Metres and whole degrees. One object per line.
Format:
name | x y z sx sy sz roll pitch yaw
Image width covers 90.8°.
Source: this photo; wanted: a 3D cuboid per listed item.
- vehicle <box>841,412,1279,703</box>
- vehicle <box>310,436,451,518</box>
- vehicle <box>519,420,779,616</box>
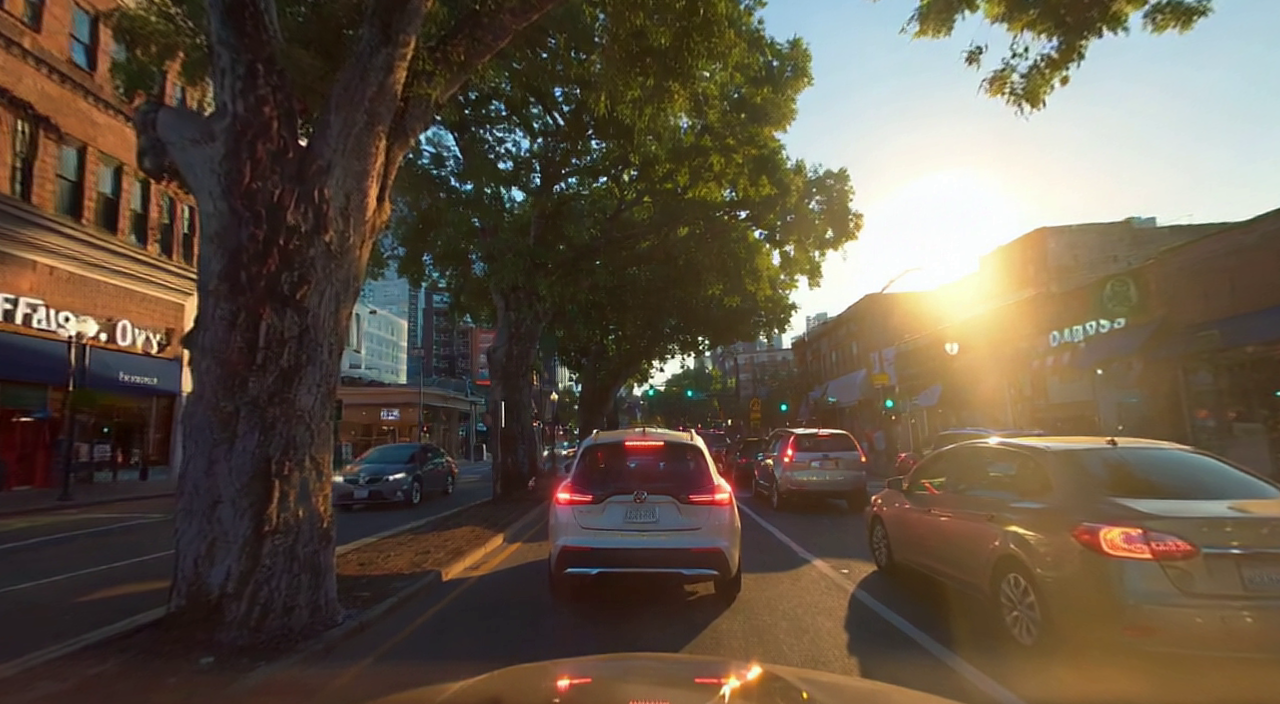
vehicle | 3.392 1.374 5.398 1.988 1.480 4.195 0 -9 0
vehicle | -5.694 2.764 14.572 1.898 1.542 4.689 1 -9 -9
vehicle | 0.057 1.553 6.720 2.006 1.487 3.535 0 -9 0
